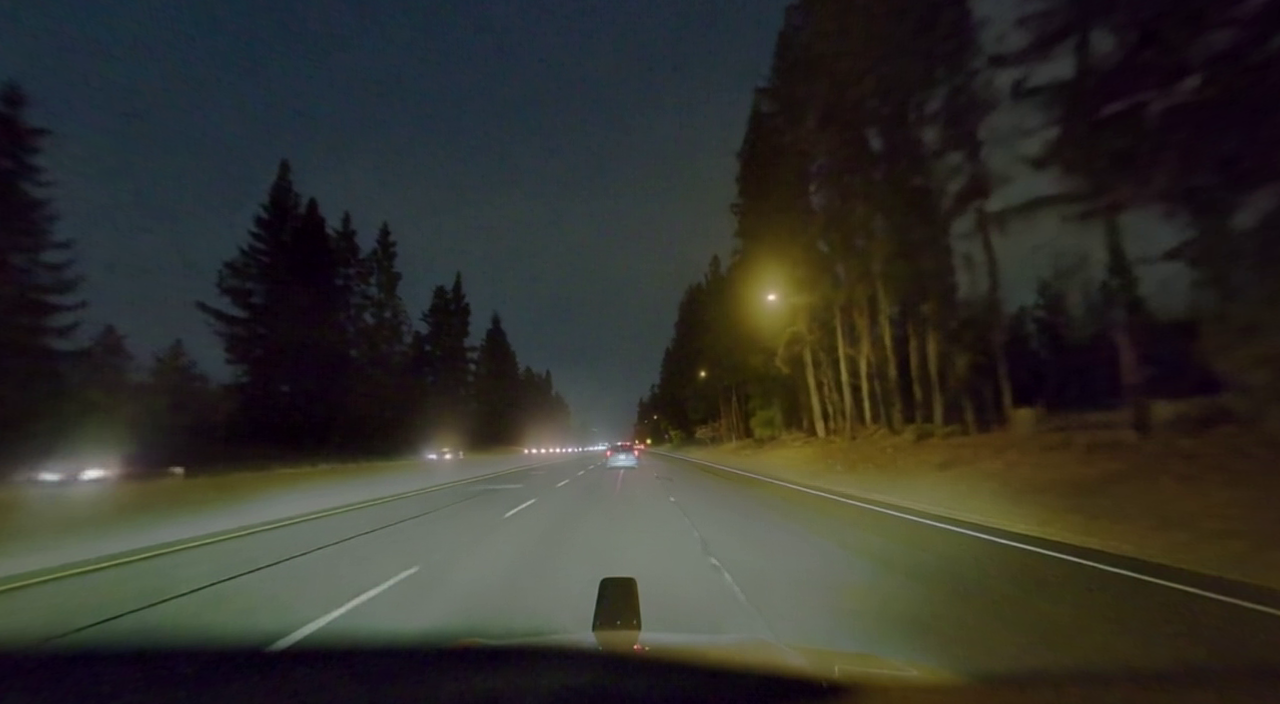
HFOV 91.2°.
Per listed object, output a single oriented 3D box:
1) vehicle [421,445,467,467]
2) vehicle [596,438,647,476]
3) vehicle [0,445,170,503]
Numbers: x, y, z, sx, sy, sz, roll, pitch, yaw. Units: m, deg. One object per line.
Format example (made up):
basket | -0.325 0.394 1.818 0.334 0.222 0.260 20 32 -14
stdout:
vehicle | -13.962 7.403 44.853 1.882 1.474 4.369 -1 -9 -1
vehicle | -0.792 4.603 27.615 2.095 1.537 4.017 0 -9 -1
vehicle | -17.597 3.797 19.953 1.919 1.589 4.272 0 -9 -1
